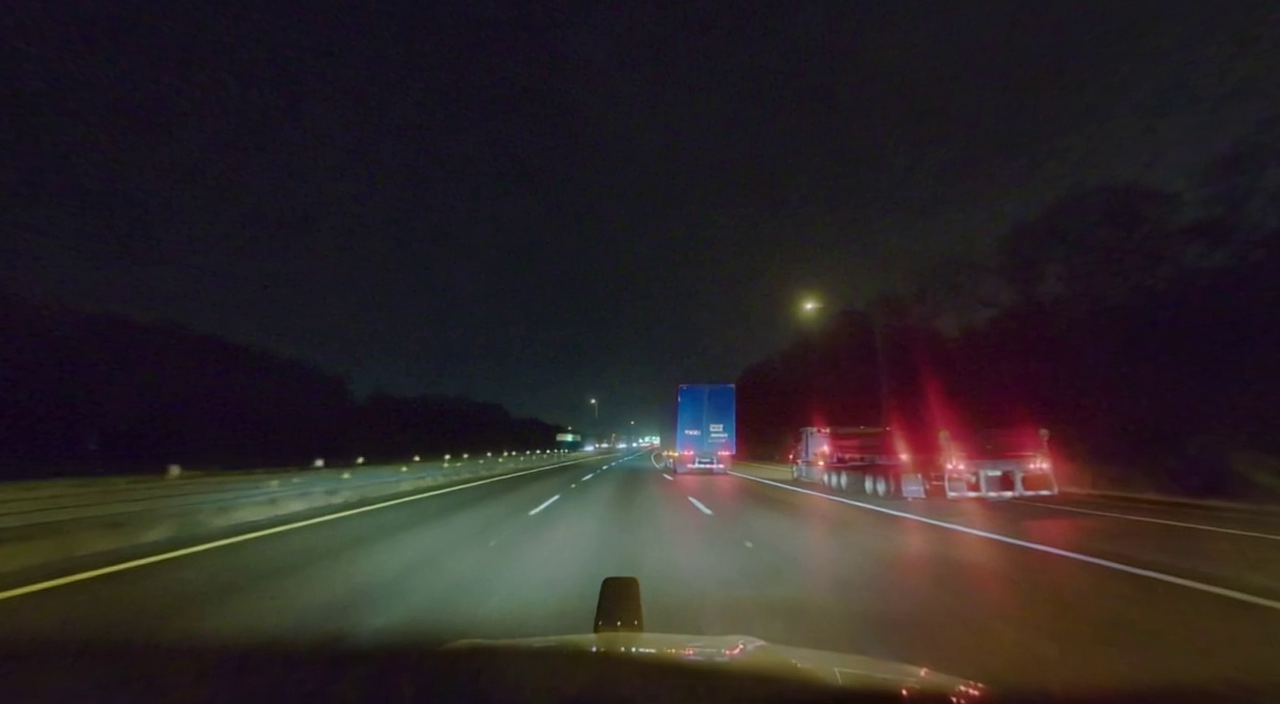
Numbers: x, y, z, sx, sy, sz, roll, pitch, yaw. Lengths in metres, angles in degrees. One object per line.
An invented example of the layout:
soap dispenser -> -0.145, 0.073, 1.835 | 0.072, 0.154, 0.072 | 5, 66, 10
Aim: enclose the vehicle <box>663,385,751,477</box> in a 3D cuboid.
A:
vehicle -> 3.218, 4.594, 35.081 | 3.244, 4.020, 14.561 | 0, -9, 0
